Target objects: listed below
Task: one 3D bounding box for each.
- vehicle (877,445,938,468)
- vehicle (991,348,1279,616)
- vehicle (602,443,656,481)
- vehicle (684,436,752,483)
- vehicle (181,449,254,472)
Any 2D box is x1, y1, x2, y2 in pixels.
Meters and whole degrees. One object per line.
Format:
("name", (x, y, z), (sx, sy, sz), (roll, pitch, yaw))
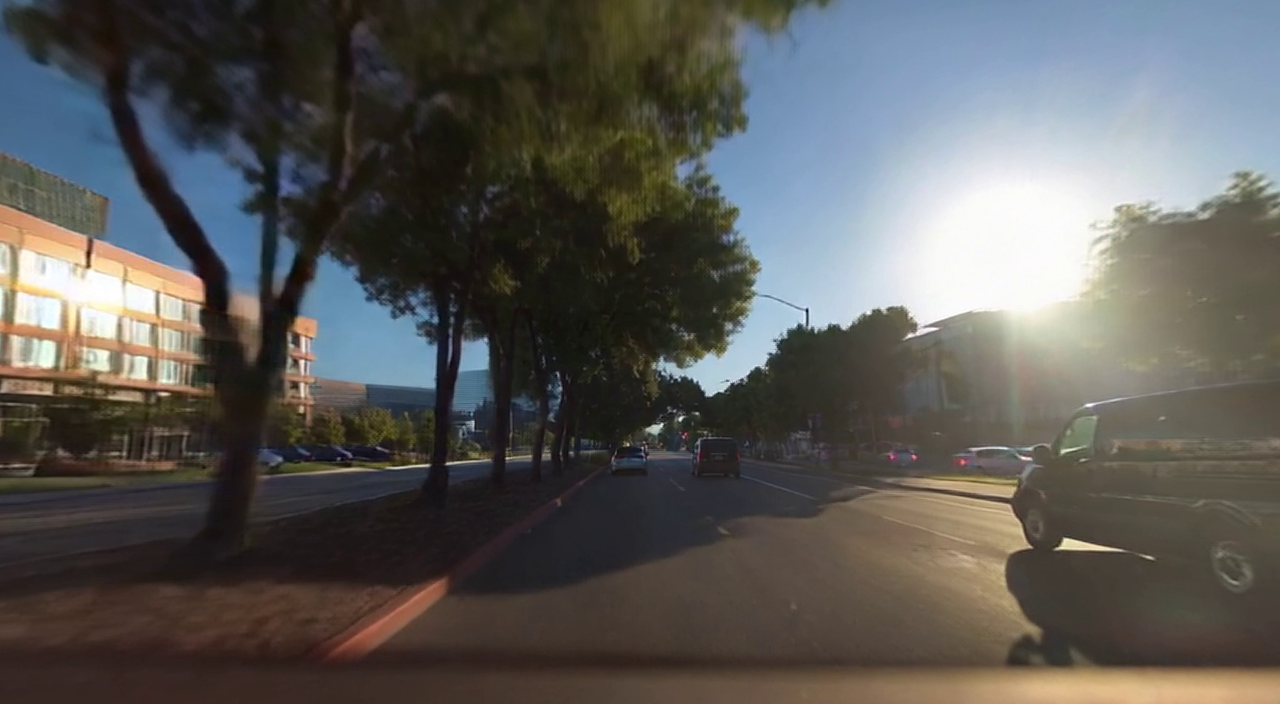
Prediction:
("vehicle", (18.344, 7.185, 43.586), (2.017, 1.466, 4.733), (0, -8, -3))
("vehicle", (6.417, 1.219, 6.289), (2.573, 2.127, 5.568), (0, -8, 0))
("vehicle", (-0.454, 4.605, 26.649), (2.095, 1.456, 3.873), (0, -8, -1))
("vehicle", (3.011, 4.290, 25.460), (2.047, 1.711, 4.265), (0, -8, -2))
("vehicle", (-29.087, 7.441, 43.716), (1.877, 1.455, 4.629), (0, -8, 0))
